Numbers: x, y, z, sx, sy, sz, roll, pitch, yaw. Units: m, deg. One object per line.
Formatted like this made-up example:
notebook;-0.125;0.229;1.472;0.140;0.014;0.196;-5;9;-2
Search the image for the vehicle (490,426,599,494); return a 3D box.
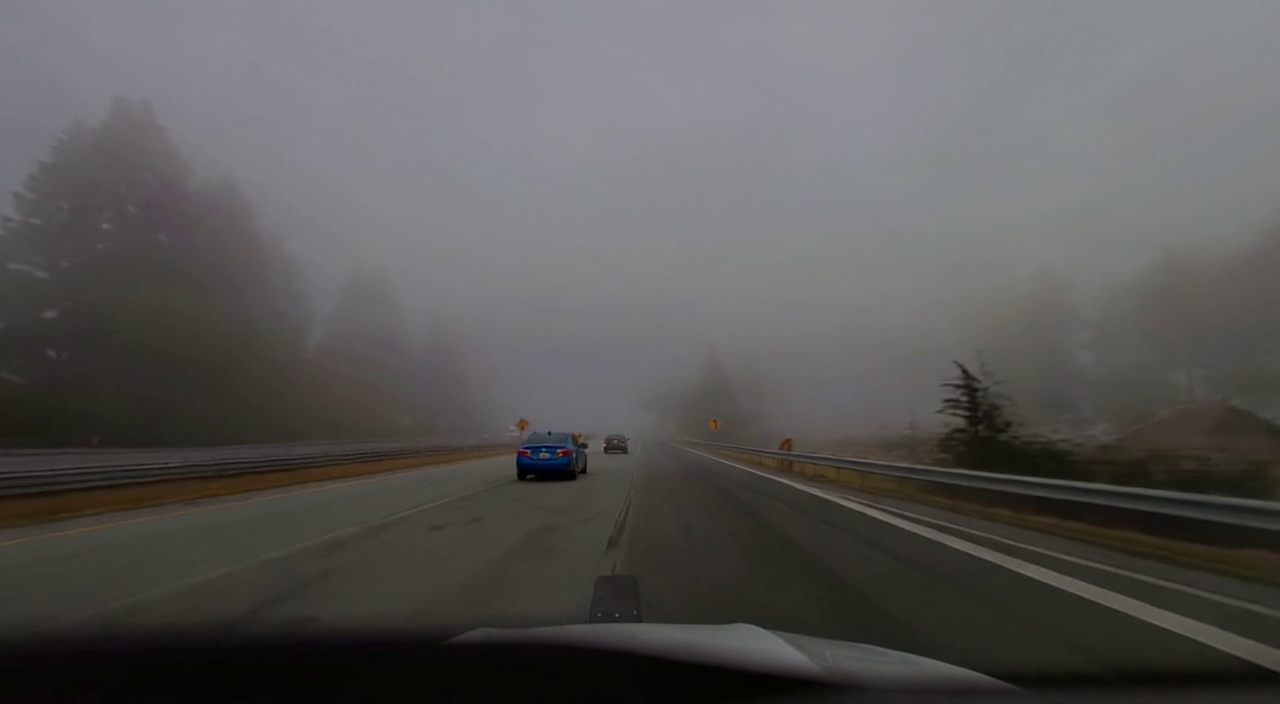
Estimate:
vehicle;-2.211;2.626;15.781;1.977;1.443;4.225;0;-8;1
